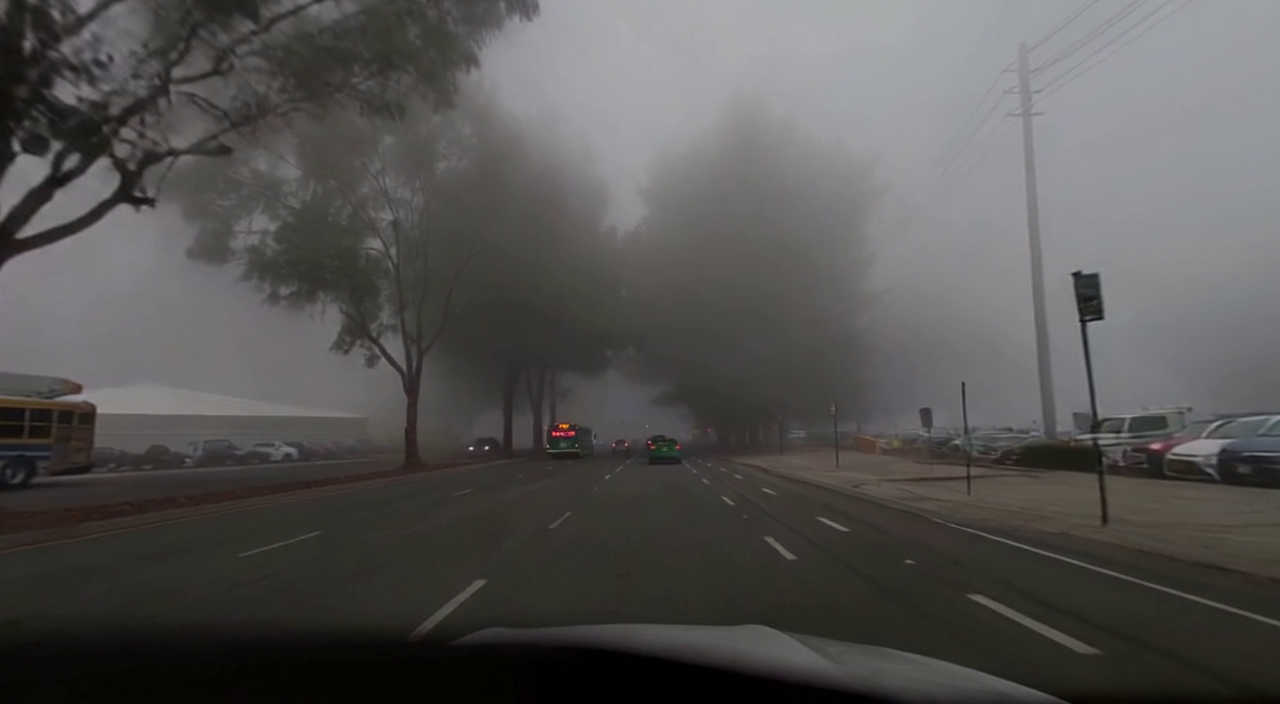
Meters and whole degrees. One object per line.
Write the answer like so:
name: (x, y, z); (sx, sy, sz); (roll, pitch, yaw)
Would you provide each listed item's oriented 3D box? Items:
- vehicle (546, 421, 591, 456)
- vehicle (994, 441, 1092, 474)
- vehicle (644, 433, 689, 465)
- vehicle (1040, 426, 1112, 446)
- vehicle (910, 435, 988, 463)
vehicle: (-5.478, 6.805, 49.289); (2.485, 2.556, 6.363); (-1, -9, 3)
vehicle: (19.408, 5.078, 30.676); (1.849, 1.466, 4.831); (-1, -9, 4)
vehicle: (1.295, 4.935, 32.055); (2.123, 1.498, 4.226); (0, -9, 1)
vehicle: (34.279, 6.632, 49.682); (4.215, 1.462, 1.883); (0, -9, 0)
vehicle: (19.961, 6.303, 41.118); (2.229, 1.661, 5.991); (0, -9, 2)
